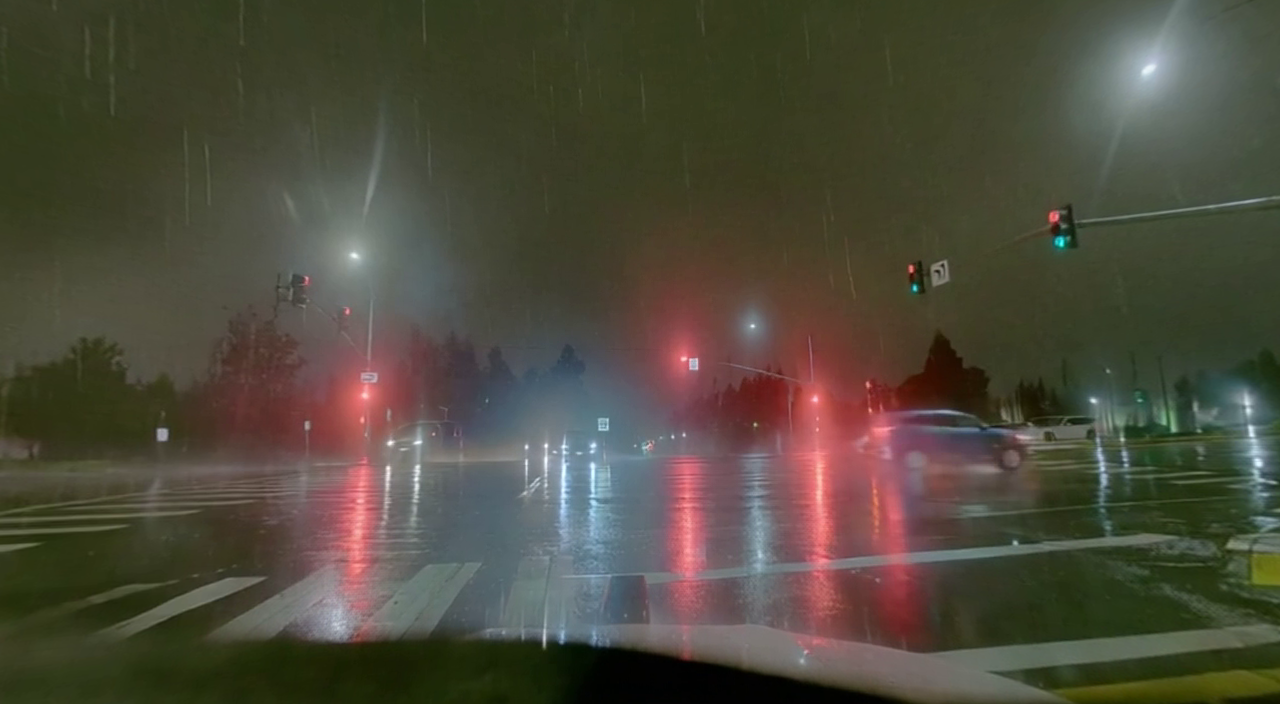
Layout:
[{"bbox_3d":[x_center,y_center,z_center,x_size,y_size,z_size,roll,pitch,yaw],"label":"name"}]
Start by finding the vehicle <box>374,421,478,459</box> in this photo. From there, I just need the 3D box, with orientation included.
[{"bbox_3d":[-11.344,4.717,33.780,2.000,1.864,5.044,-6,-10,34],"label":"vehicle"}]

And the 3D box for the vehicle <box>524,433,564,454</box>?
[{"bbox_3d":[-7.248,7.006,48.145,2.054,1.536,3.927,-1,-9,6],"label":"vehicle"}]

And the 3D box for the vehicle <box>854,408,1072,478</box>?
[{"bbox_3d":[8.472,2.414,16.766,4.854,1.684,1.945,1,-9,-9],"label":"vehicle"}]

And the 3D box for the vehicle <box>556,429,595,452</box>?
[{"bbox_3d":[-4.398,6.171,43.784,1.919,1.467,4.086,-1,-9,5],"label":"vehicle"}]
